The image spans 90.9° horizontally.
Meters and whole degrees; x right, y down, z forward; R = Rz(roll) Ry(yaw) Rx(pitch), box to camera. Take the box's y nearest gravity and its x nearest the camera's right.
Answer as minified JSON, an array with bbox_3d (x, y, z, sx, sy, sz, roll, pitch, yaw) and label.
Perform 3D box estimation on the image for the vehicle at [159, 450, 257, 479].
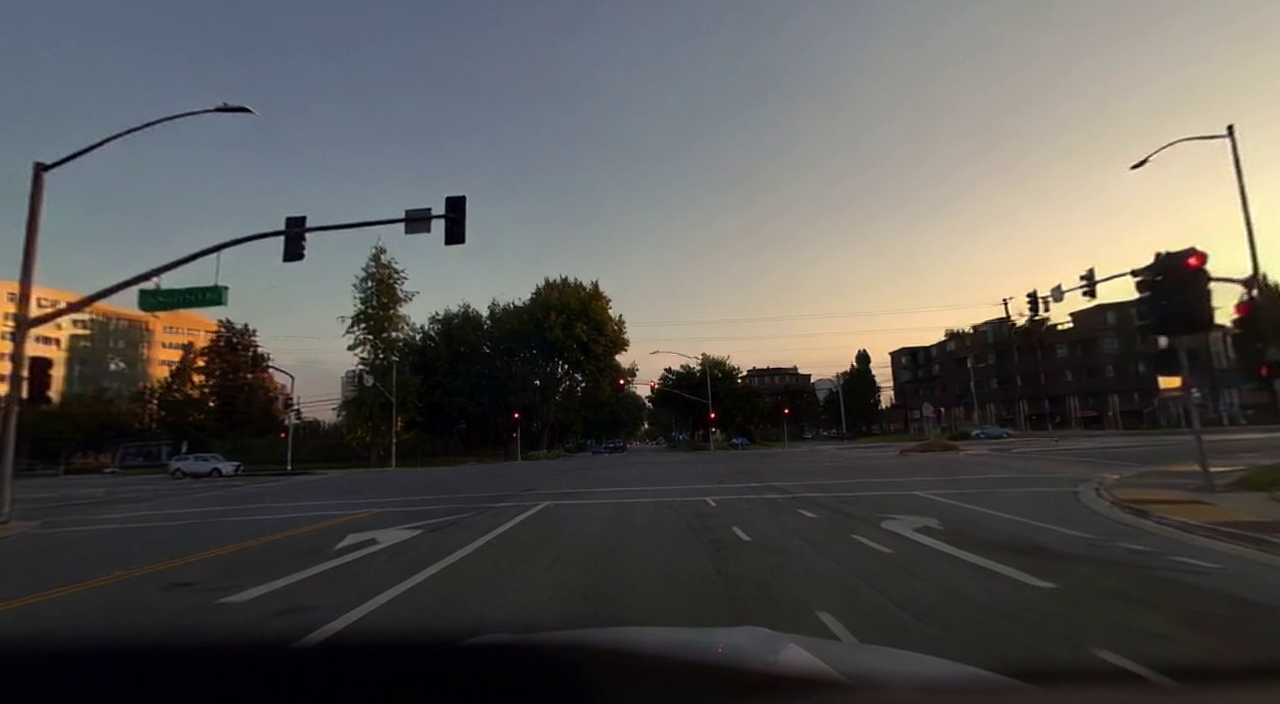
[{"bbox_3d":[-25.110,6.521,36.745,4.332,1.573,1.900,0,-8,3],"label":"vehicle"}]
